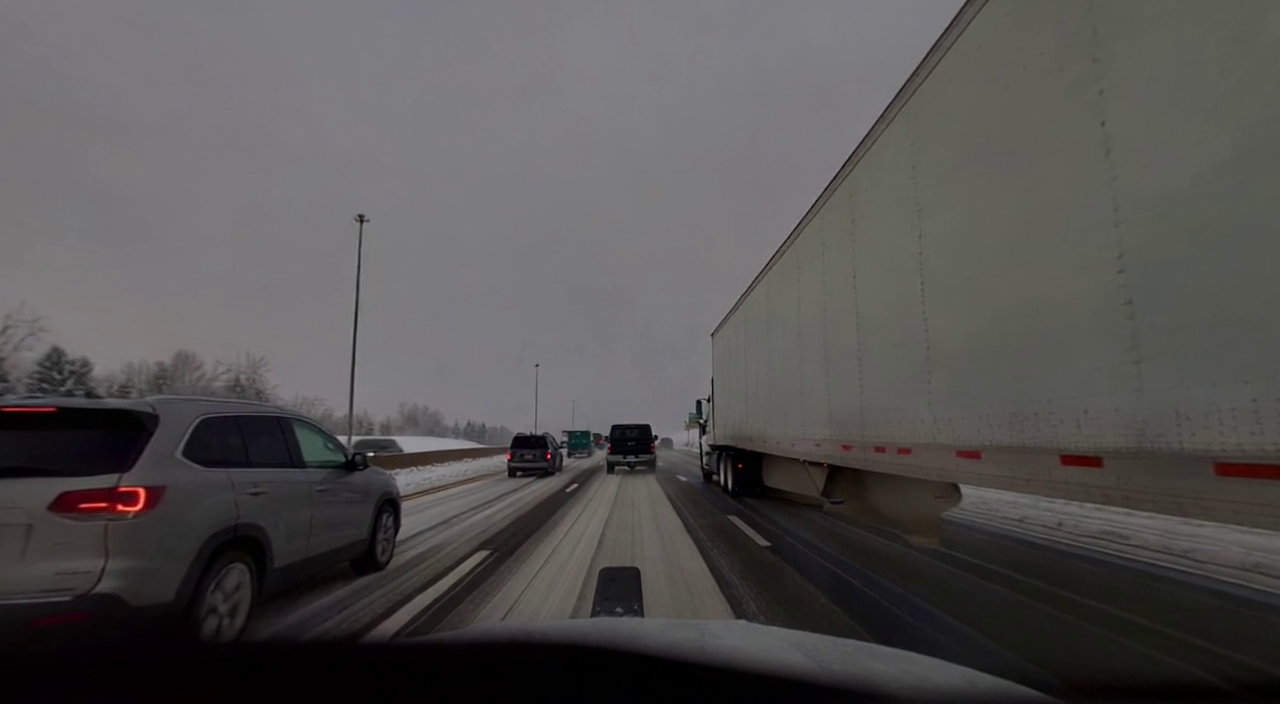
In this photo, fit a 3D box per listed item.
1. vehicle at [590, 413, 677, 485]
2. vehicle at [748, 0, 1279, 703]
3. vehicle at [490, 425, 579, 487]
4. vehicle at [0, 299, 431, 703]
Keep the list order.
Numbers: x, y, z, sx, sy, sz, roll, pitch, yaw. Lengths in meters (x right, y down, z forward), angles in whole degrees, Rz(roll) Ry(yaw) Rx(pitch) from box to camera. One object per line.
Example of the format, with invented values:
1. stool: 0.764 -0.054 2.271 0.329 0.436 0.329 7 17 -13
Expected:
1. vehicle: -0.205 3.439 22.532 2.704 2.216 5.804 0 -8 0
2. vehicle: 3.594 -0.119 4.556 2.852 4.121 16.210 0 -8 0
3. vehicle: -3.352 3.440 21.033 2.120 1.812 4.659 0 -8 1
4. vehicle: -3.396 1.027 4.322 2.193 1.803 4.958 0 -8 0
